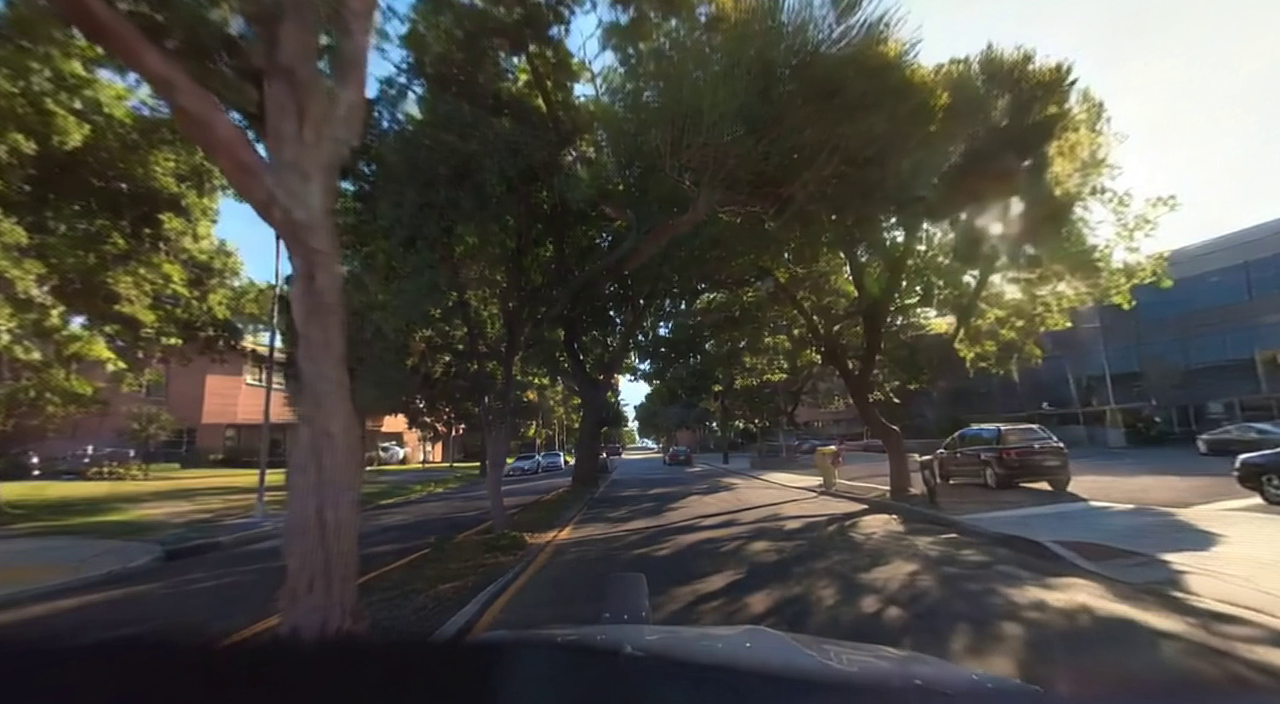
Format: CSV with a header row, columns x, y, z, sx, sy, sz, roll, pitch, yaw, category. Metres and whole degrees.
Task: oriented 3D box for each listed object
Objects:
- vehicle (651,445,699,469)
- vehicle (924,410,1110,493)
x,y,z,sx,sy,sz,roll,pitch,yaw,category
2.640,8.094,48.682,2.097,1.740,4.277,3,-9,-20,vehicle
9.559,2.637,16.580,2.018,1.840,4.662,0,-10,1,vehicle
